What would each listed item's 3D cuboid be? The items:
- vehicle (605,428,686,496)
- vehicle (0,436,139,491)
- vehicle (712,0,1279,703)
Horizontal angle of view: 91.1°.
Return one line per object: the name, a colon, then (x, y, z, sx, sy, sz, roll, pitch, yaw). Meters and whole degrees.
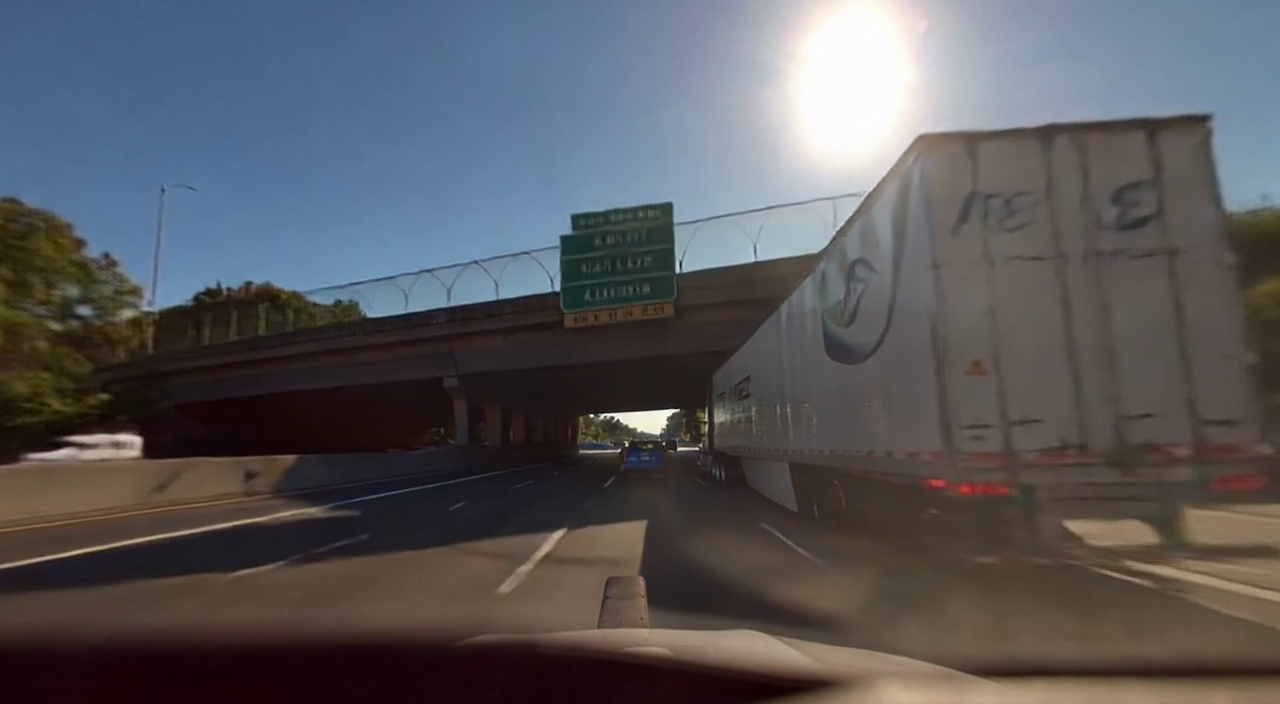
vehicle: (0.167, 3.097, 18.064, 2.054, 1.706, 4.201, 0, -8, 1)
vehicle: (-22.038, 4.110, 23.606, 2.161, 1.819, 4.959, -1, -8, 1)
vehicle: (3.446, 0.756, 10.889, 2.909, 4.135, 15.820, -1, -8, 1)
